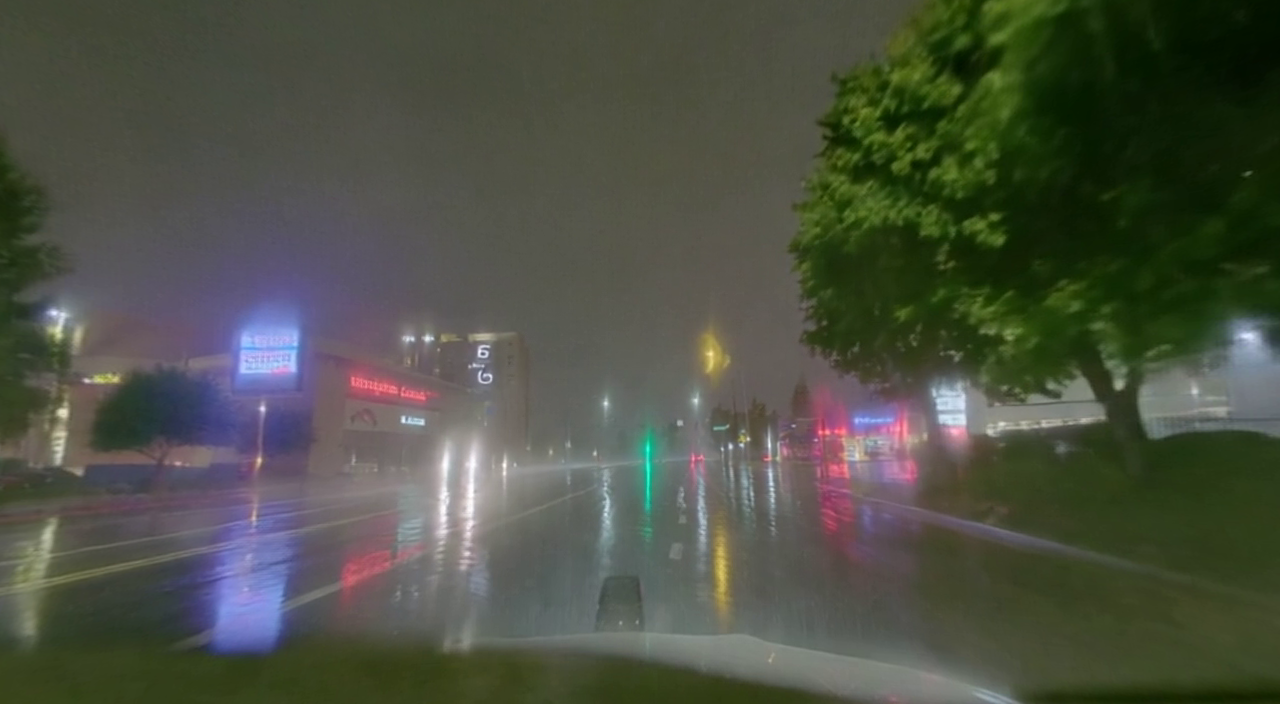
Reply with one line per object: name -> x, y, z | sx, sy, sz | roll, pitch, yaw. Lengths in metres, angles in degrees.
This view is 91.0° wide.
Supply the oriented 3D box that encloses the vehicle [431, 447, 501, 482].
vehicle -> -9.351, 6.059, 34.202 | 2.209, 1.773, 4.481 | -1, -9, 4
